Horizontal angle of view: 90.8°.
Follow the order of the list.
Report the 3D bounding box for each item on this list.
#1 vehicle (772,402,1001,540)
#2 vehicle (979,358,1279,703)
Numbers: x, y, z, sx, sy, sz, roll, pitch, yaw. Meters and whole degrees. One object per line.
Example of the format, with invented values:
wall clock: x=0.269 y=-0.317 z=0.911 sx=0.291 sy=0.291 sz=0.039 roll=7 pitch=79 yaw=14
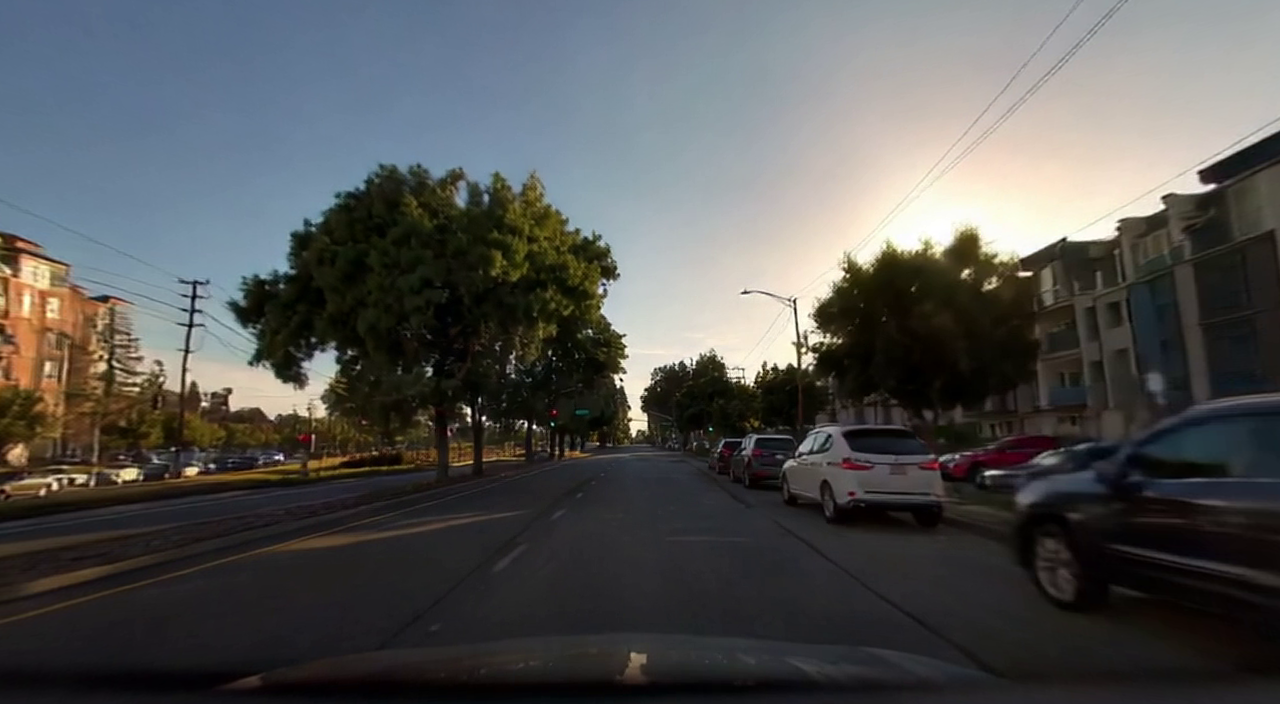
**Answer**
vehicle: x=4.043 y=2.061 z=11.567 sx=2.056 sy=1.941 sz=4.955 roll=0 pitch=-8 yaw=-2
vehicle: x=4.183 y=1.018 z=3.775 sx=1.936 sy=1.778 sz=4.378 roll=0 pitch=-8 yaw=1
